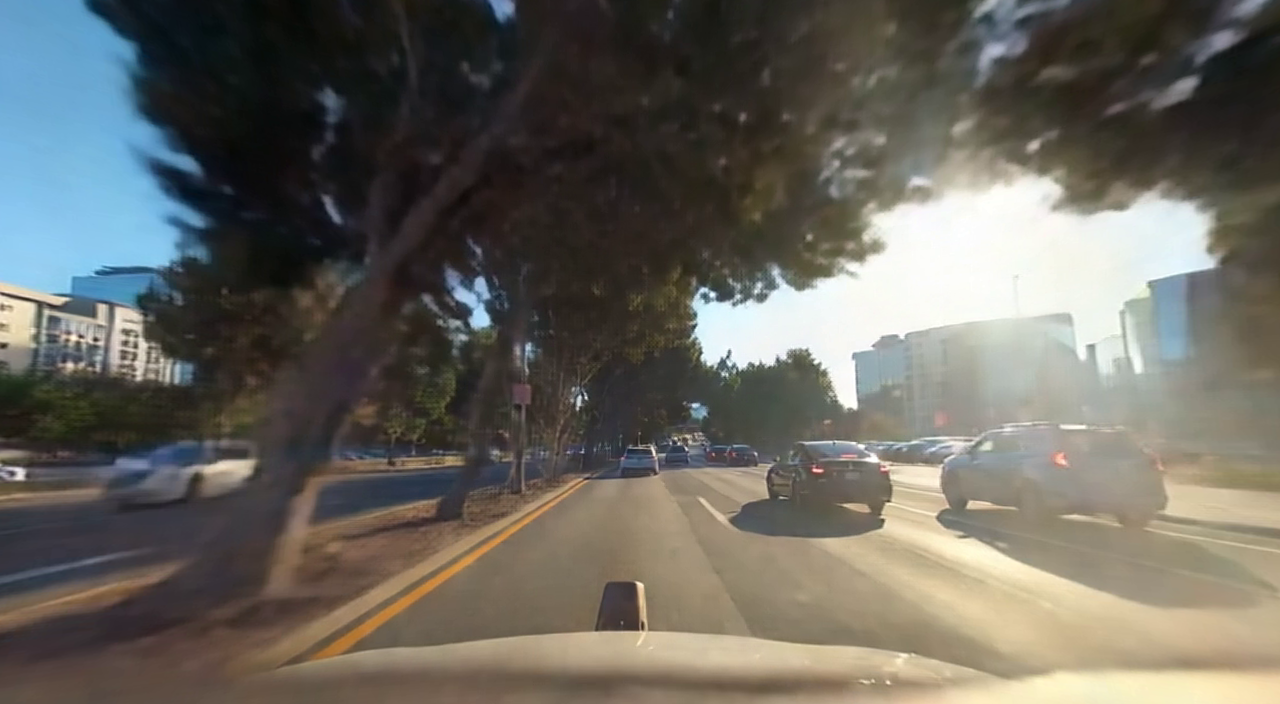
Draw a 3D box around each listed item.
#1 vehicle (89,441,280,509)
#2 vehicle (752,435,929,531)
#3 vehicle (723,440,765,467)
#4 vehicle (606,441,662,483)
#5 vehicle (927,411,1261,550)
[{"bbox_3d":[-12.607,3.392,17.958,1.973,1.674,4.492,0,-9,2],"label":"vehicle"},{"bbox_3d":[3.481,2.341,11.911,1.858,1.466,4.230,0,-9,-1],"label":"vehicle"},{"bbox_3d":[7.200,7.054,44.051,2.068,1.779,4.567,0,-9,-1],"label":"vehicle"},{"bbox_3d":[-0.208,4.192,24.347,1.994,1.479,3.647,0,-9,0],"label":"vehicle"},{"bbox_3d":[7.038,2.030,10.667,2.134,1.810,4.590,0,-9,-1],"label":"vehicle"}]
